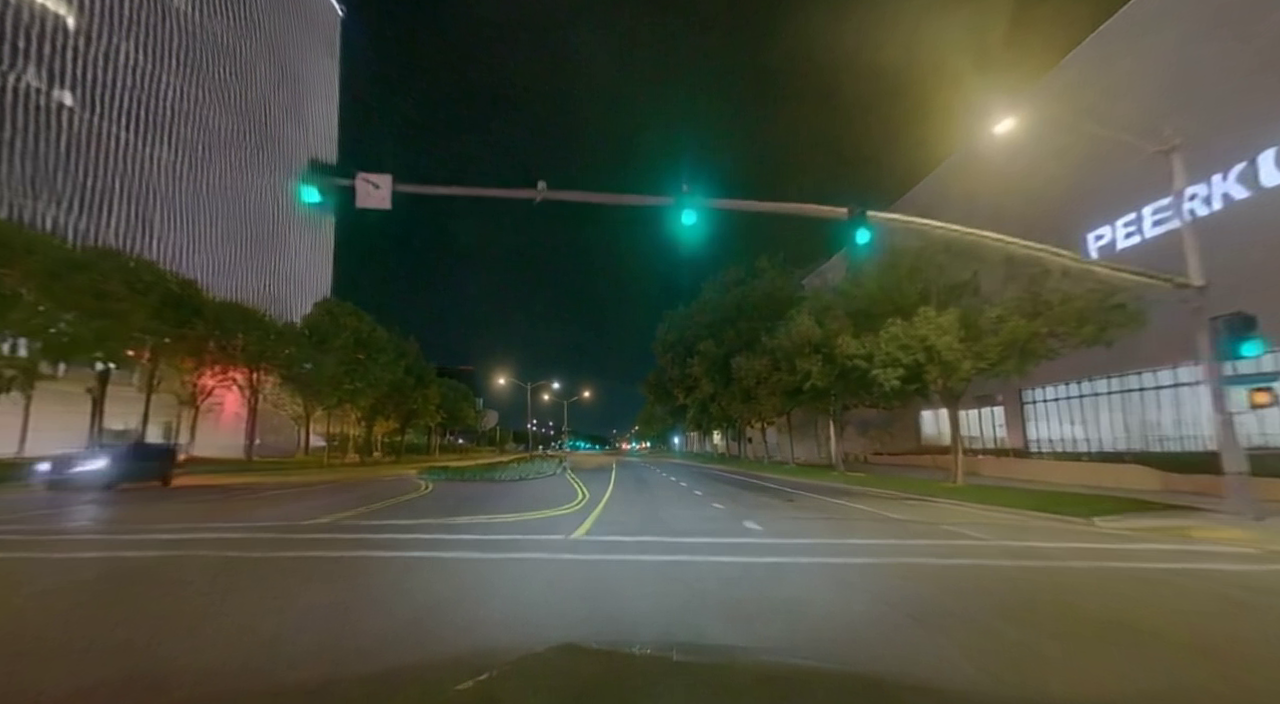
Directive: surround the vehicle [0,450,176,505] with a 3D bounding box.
[{"bbox_3d":[-16.552,3.680,18.964,1.924,1.434,4.456,0,-9,-1],"label":"vehicle"}]
